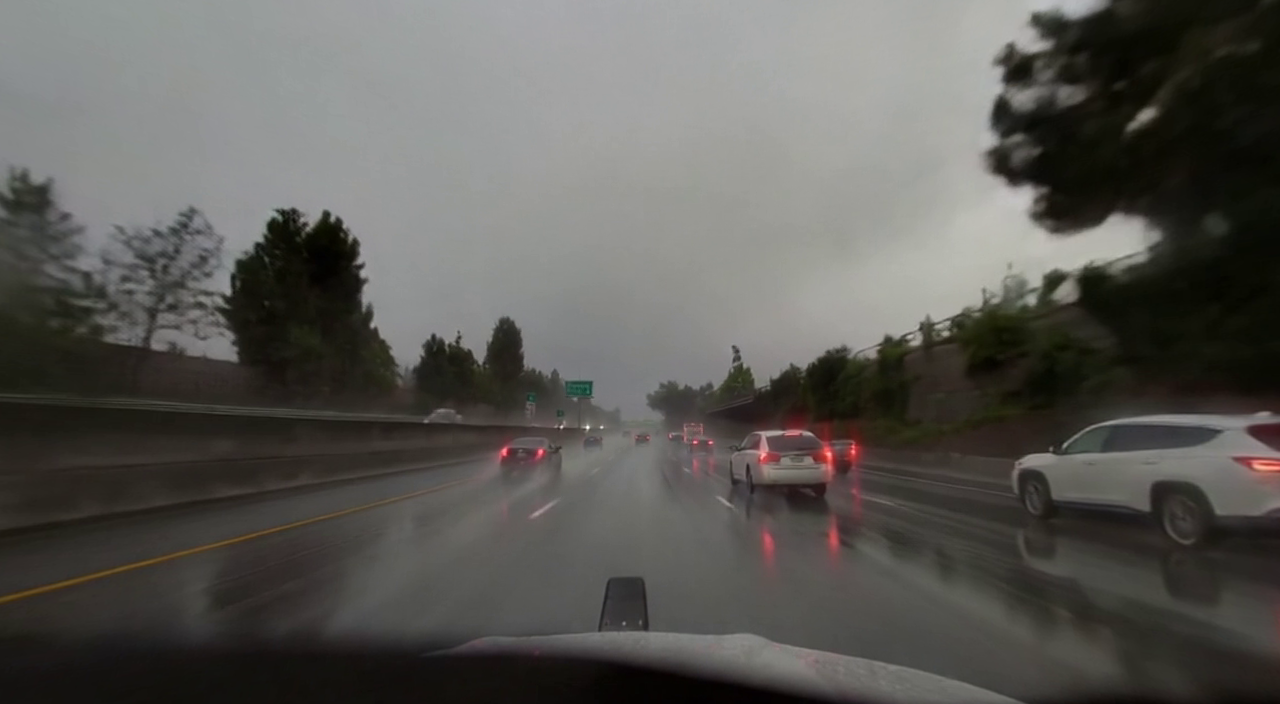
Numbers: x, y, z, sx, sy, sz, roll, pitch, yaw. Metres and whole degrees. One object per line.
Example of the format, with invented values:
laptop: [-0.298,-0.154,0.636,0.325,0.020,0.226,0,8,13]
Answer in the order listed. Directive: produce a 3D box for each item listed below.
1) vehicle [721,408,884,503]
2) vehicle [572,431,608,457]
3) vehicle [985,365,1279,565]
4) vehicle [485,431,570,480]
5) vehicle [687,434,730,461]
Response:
vehicle: [3.667,2.512,15.680,2.517,1.935,5.552,0,-8,-1]
vehicle: [-3.361,6.285,43.038,2.020,1.628,4.248,0,-8,1]
vehicle: [7.502,1.469,8.661,2.291,1.968,5.662,0,-8,0]
vehicle: [-3.591,3.404,20.986,1.978,1.473,4.073,0,-8,1]
vehicle: [3.879,5.494,36.440,1.953,1.480,4.053,0,-8,-1]
